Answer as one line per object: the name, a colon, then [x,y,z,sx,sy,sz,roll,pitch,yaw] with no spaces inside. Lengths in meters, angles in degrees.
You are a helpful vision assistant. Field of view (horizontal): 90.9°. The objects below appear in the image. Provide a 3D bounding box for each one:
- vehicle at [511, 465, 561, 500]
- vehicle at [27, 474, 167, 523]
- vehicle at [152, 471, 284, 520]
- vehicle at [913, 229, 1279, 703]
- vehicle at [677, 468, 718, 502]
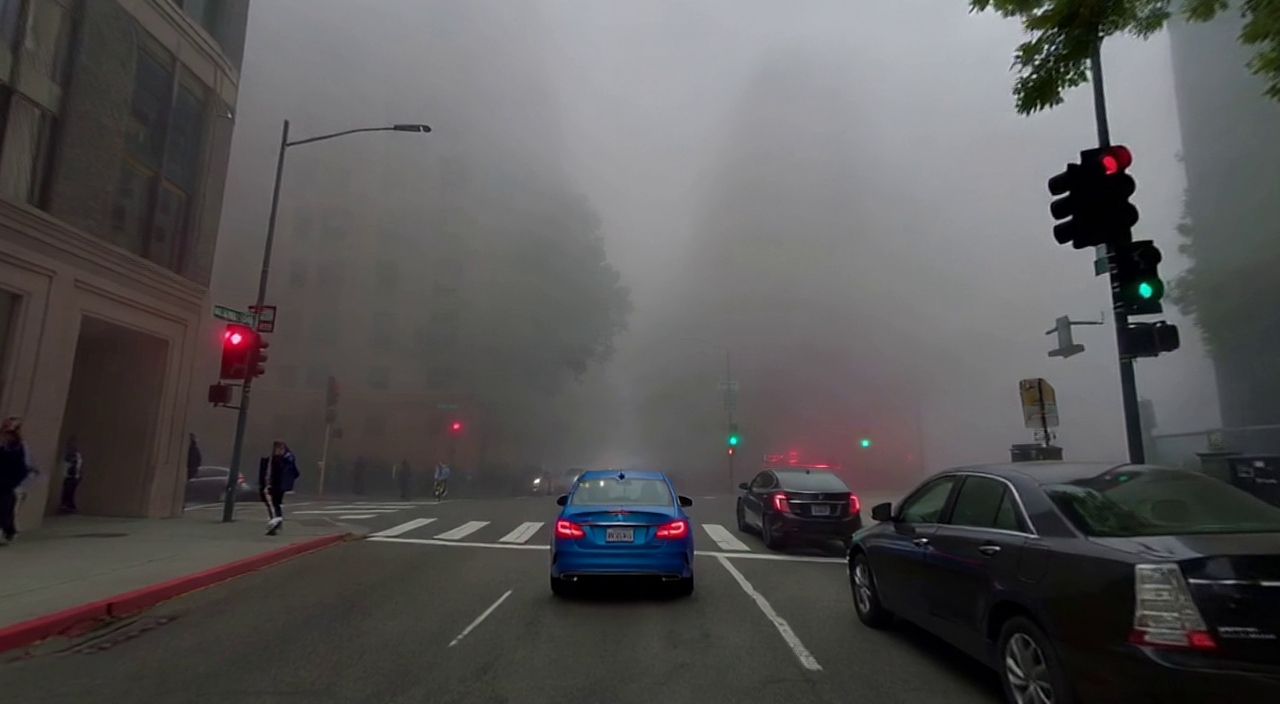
vehicle: [-6.344,8.005,38.986,2.226,1.896,4.438,-1,-9,1]
vehicle: [-25.457,6.850,29.698,4.588,2.048,2.110,0,-9,1]
vehicle: [-19.767,6.724,29.679,4.750,2.083,2.002,-1,-9,3]
vehicle: [3.200,0.534,1.215,2.632,1.979,6.096,0,-9,0]
vehicle: [3.477,8.130,38.775,1.908,1.741,4.066,0,-9,-3]
